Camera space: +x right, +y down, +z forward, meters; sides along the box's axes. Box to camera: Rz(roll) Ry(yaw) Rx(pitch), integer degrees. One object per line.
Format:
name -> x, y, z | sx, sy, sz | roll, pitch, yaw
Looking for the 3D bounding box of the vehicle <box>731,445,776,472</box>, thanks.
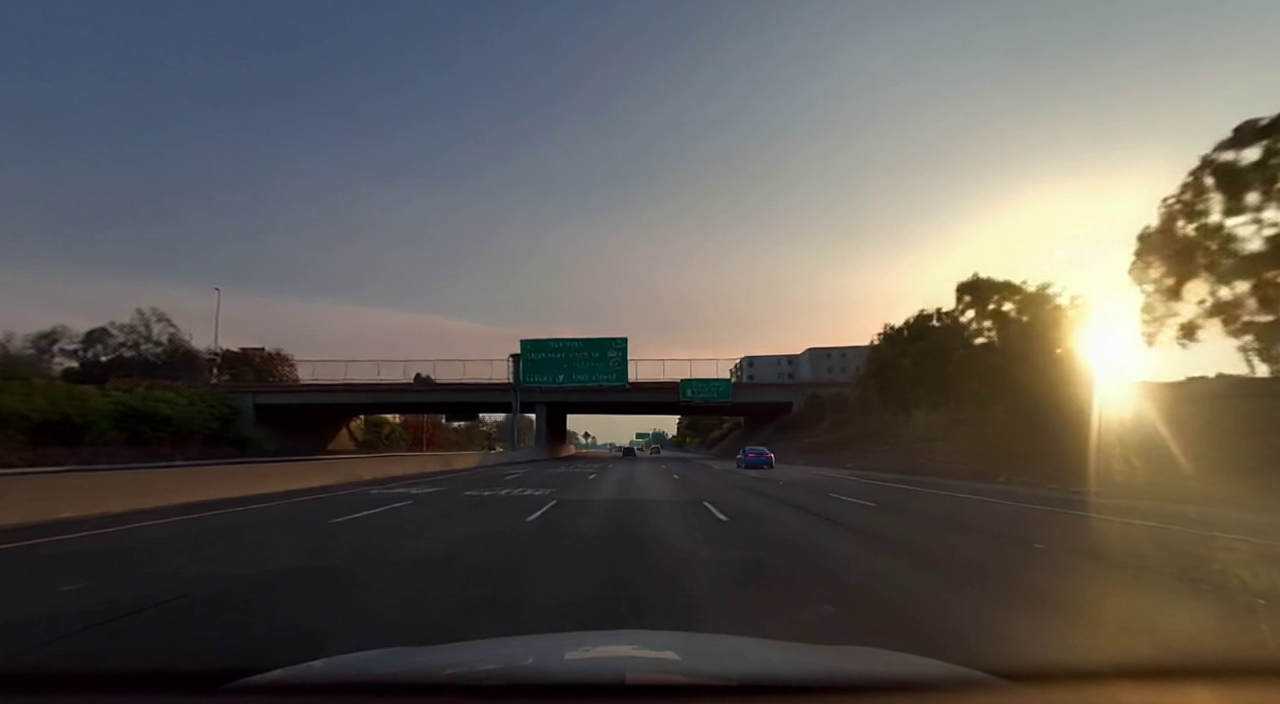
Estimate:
vehicle -> 7.090, 6.684, 39.814 | 1.958, 1.498, 4.447 | 0, -7, -1
